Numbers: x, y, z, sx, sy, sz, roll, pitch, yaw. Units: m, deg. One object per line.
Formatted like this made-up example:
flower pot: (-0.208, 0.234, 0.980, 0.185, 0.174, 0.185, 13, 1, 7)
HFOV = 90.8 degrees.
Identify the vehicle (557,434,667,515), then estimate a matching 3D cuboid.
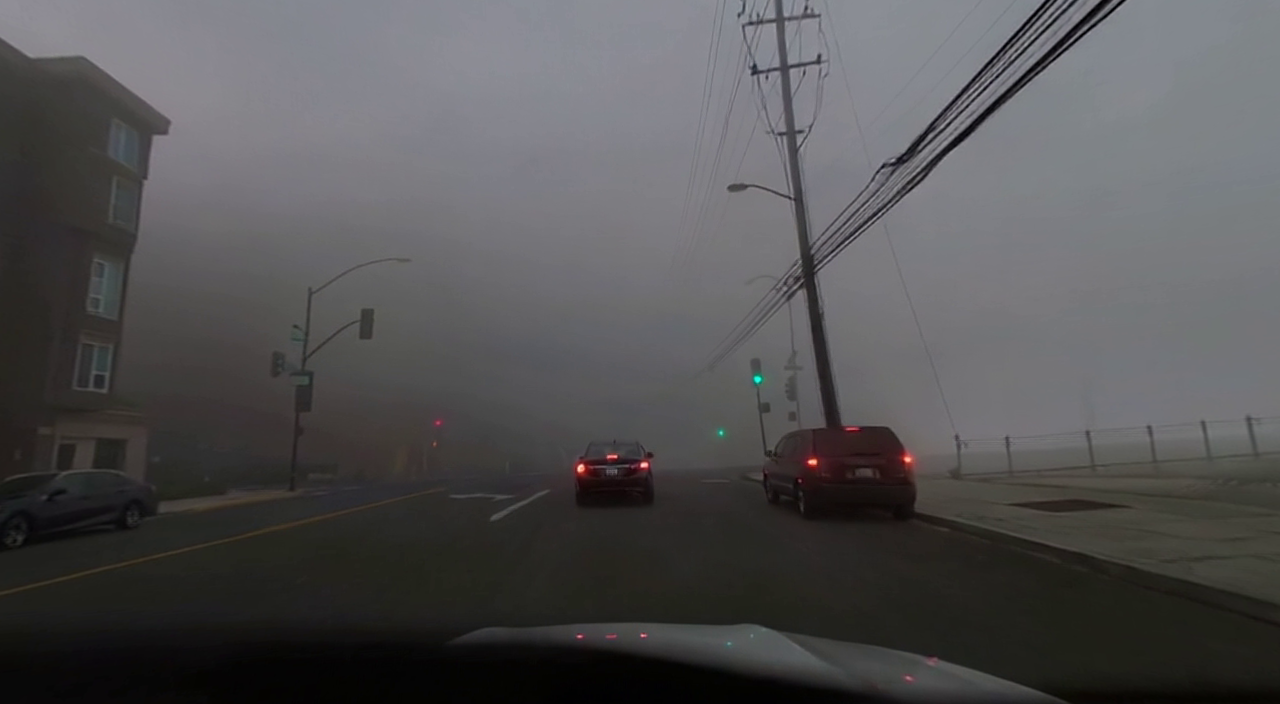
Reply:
vehicle: (-0.518, 2.557, 13.691, 2.019, 1.453, 4.129, 0, -8, 0)

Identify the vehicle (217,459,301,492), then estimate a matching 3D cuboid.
vehicle: (-25.301, 8.228, 42.015, 4.337, 1.739, 1.981, -5, -11, 0)

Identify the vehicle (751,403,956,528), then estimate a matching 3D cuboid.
vehicle: (3.817, 2.161, 12.544, 2.248, 1.945, 5.011, 0, -8, -1)

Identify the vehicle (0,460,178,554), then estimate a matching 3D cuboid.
vehicle: (-11.915, 3.019, 12.561, 1.910, 1.498, 4.662, -3, -8, 1)
